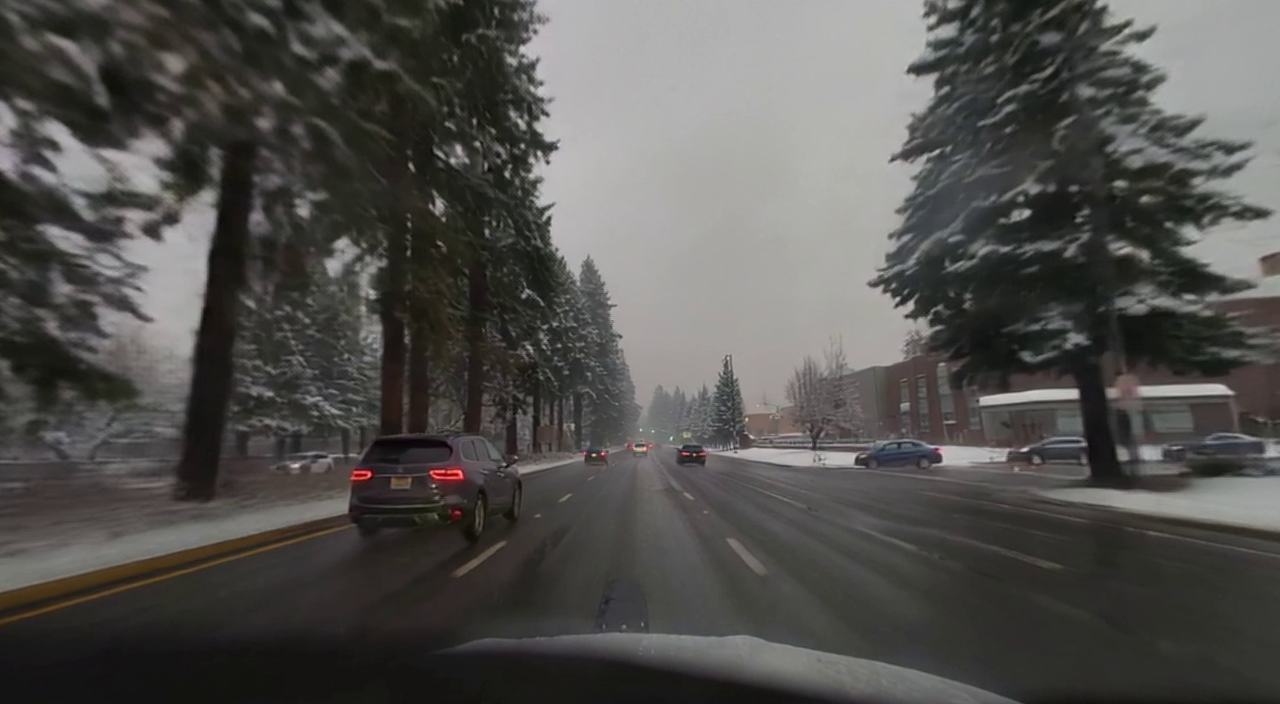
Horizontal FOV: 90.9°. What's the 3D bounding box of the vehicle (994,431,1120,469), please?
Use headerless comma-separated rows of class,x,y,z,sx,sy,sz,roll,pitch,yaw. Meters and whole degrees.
vehicle,20.655,4.866,31.379,4.691,1.626,1.989,-3,-9,3

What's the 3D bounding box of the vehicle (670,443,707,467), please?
vehicle,3.165,6.817,42.061,2.087,1.506,4.276,0,-8,0

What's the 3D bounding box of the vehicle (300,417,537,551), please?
vehicle,-3.146,1.982,10.204,2.121,1.656,4.559,0,-8,1

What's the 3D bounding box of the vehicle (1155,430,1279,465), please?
vehicle,28.771,4.717,31.218,4.759,1.666,1.941,0,-9,-1

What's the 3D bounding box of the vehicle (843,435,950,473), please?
vehicle,12.691,5.117,31.517,4.515,1.599,1.968,-4,-10,10

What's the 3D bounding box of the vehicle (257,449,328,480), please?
vehicle,-21.261,6.860,38.800,1.841,1.722,4.490,0,-8,0
